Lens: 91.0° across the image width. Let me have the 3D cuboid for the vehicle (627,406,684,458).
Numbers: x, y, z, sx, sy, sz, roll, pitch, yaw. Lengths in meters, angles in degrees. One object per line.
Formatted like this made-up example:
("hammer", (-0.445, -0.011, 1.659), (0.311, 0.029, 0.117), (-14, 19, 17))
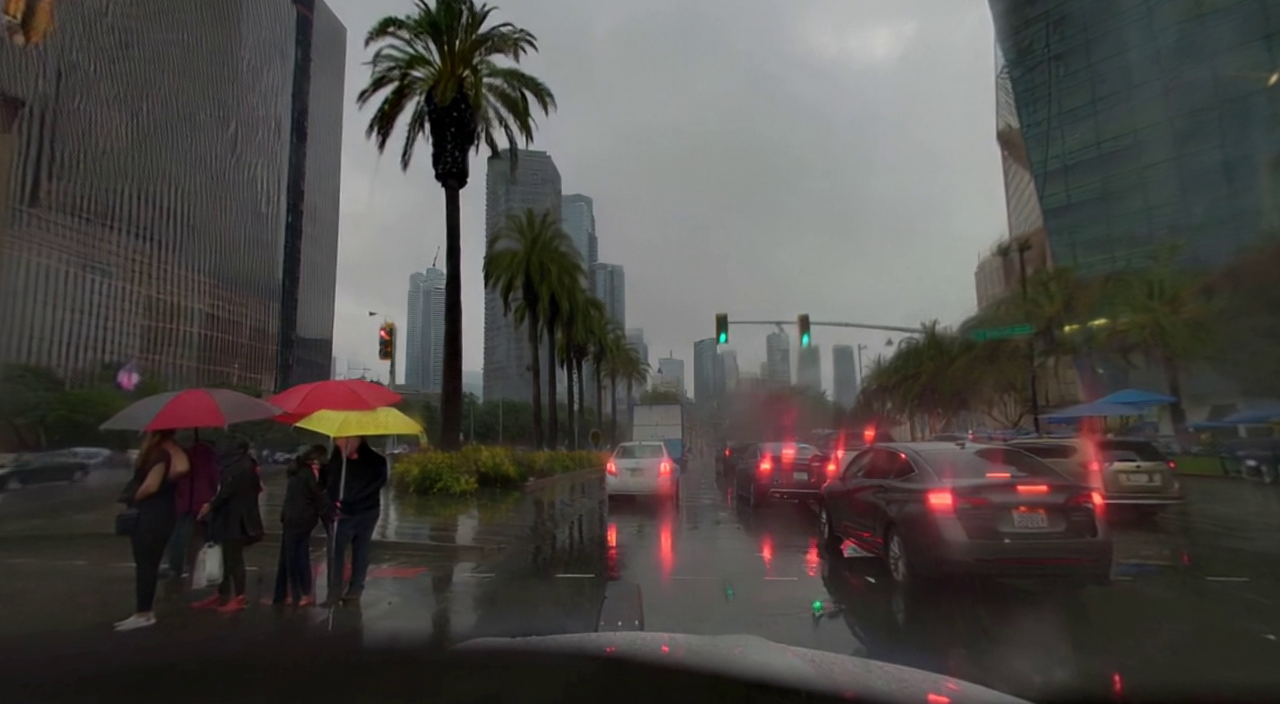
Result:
("vehicle", (0.840, 3.755, 29.173), (2.230, 2.158, 5.498), (-1, -9, 5))

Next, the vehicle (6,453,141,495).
("vehicle", (-26.696, 5.718, 29.952), (2.105, 1.793, 4.812), (0, -9, -3))

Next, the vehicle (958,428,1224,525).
("vehicle", (8.178, 2.280, 12.055), (1.859, 1.508, 4.259), (0, -9, -1))

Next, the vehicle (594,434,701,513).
("vehicle", (0.182, 2.624, 14.021), (2.048, 1.503, 3.681), (0, -9, 1))

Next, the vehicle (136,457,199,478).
("vehicle", (-36.828, 8.995, 49.212), (1.700, 1.527, 4.445), (1, -9, -4))

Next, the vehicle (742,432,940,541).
("vehicle", (3.101, 2.165, 10.835), (1.913, 1.469, 4.425), (0, -9, -1))
